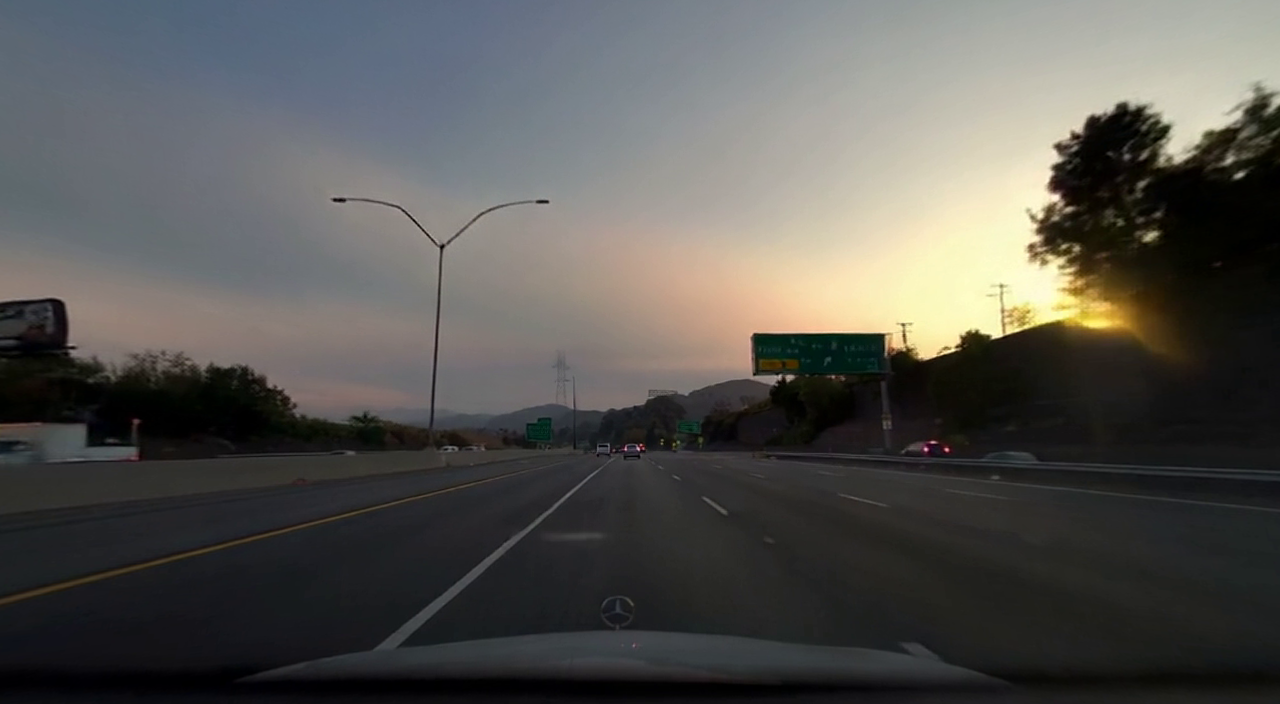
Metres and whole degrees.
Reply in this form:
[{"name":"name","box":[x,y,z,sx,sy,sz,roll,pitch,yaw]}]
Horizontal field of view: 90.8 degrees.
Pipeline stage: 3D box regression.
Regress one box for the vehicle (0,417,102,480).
[{"name":"vehicle","box":[-43.279,6.783,44.382,3.043,4.064,8.784,0,-8,-1]}]
